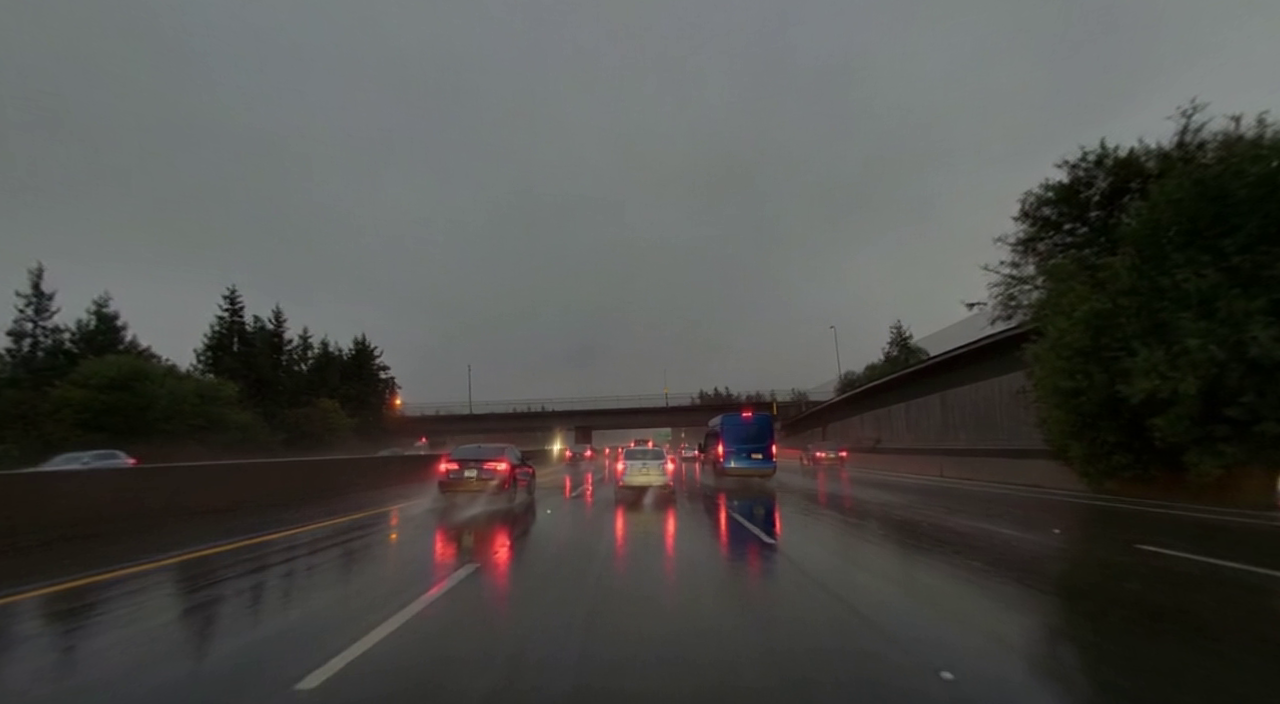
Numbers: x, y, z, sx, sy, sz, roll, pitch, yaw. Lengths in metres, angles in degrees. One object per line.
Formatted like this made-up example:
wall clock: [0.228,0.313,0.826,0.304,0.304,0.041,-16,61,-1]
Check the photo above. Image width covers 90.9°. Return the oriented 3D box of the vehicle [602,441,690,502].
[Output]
vehicle: [0.129,3.250,17.585,2.174,1.467,4.005,0,-8,-1]

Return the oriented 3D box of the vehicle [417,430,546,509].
vehicle: [-3.814,2.906,16.052,2.078,1.706,4.298,0,-8,1]

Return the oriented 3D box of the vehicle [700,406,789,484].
vehicle: [4.005,3.780,25.696,2.436,2.745,6.607,0,-8,-1]

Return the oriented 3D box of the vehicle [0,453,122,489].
vehicle: [-26.674,5.425,28.997,1.874,1.448,4.436,0,-8,1]

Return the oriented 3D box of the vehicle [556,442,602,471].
vehicle: [-3.684,6.383,38.918,2.258,1.655,4.397,0,-8,1]
